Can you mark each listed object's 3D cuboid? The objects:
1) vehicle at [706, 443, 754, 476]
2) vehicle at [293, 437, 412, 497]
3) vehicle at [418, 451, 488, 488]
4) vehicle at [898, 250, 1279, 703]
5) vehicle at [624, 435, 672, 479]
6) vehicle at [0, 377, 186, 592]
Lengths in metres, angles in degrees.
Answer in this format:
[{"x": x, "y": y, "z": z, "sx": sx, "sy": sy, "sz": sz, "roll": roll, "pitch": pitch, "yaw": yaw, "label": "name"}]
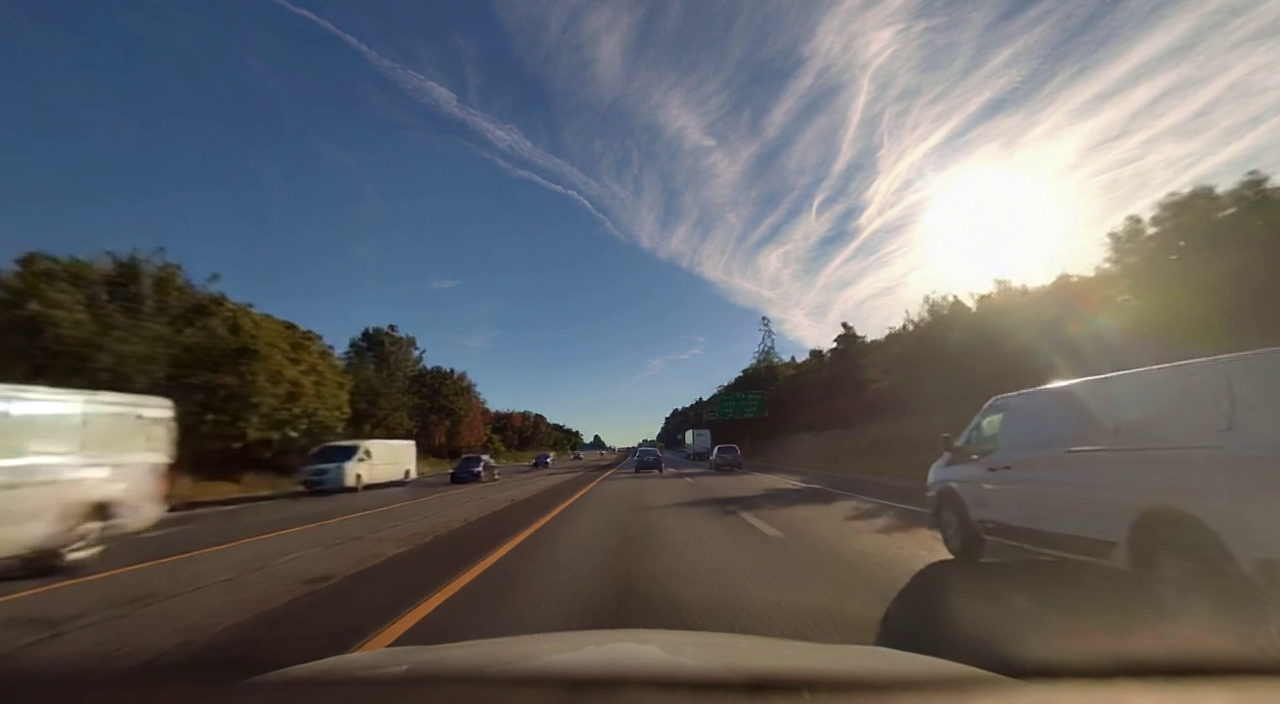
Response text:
[{"x": 4.572, "y": 5.509, "z": 32.463, "sx": 1.868, "sy": 1.566, "sz": 3.509, "roll": 0, "pitch": -9, "yaw": -2, "label": "vehicle"}, {"x": -12.937, "y": 5.186, "z": 29.048, "sx": 2.393, "sy": 2.423, "sz": 6.696, "roll": 0, "pitch": -9, "yaw": -1, "label": "vehicle"}, {"x": -8.530, "y": 5.363, "z": 29.146, "sx": 1.994, "sy": 1.555, "sz": 4.076, "roll": 0, "pitch": -9, "yaw": 0, "label": "vehicle"}, {"x": 4.171, "y": 0.948, "z": 4.891, "sx": 2.232, "sy": 2.290, "sz": 4.720, "roll": 0, "pitch": -9, "yaw": -1, "label": "vehicle"}, {"x": 0.372, "y": 5.027, "z": 30.299, "sx": 2.143, "sy": 1.925, "sz": 4.101, "roll": 0, "pitch": -9, "yaw": 0, "label": "vehicle"}, {"x": -8.680, "y": 1.593, "z": 7.603, "sx": 2.171, "sy": 2.512, "sz": 5.597, "roll": 0, "pitch": -9, "yaw": 0, "label": "vehicle"}]
